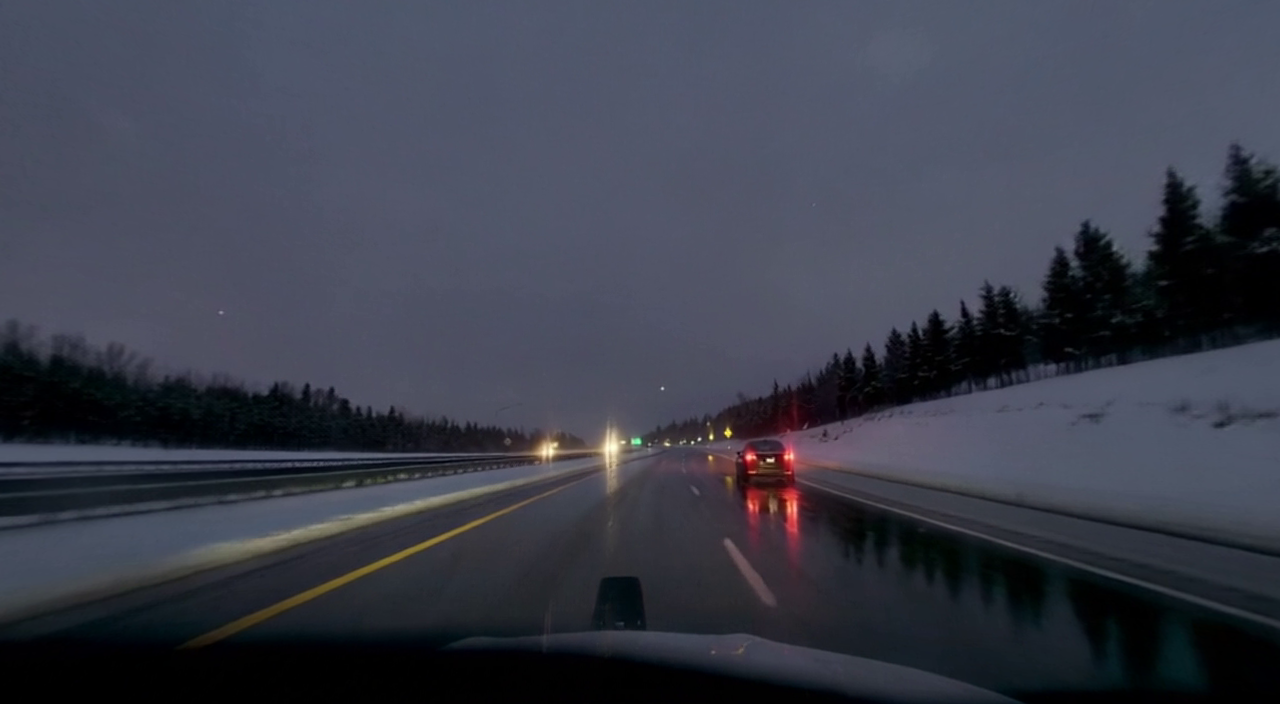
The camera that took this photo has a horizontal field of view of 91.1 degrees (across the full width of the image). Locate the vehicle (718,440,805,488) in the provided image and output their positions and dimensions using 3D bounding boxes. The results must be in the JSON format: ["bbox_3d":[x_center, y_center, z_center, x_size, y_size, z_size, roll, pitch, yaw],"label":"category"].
[{"bbox_3d":[3.904,3.671,20.916,2.124,1.405,4.398,0,-8,1],"label":"vehicle"}]
